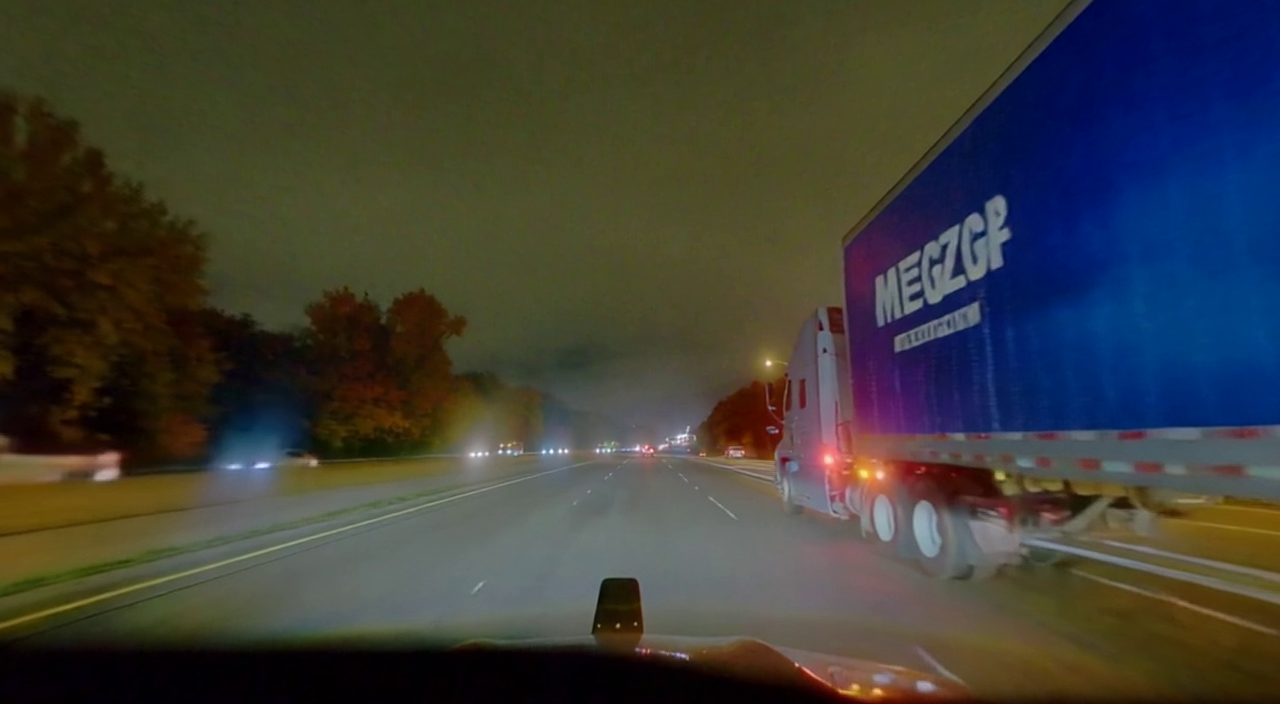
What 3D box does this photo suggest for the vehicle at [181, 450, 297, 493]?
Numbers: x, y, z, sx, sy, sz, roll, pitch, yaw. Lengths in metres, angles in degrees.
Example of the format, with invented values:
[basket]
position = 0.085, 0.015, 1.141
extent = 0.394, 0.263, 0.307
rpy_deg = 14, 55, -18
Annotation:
[vehicle]
position = -15.402, 4.588, 24.344
extent = 1.850, 1.489, 3.955
rpy_deg = 0, -9, 0
